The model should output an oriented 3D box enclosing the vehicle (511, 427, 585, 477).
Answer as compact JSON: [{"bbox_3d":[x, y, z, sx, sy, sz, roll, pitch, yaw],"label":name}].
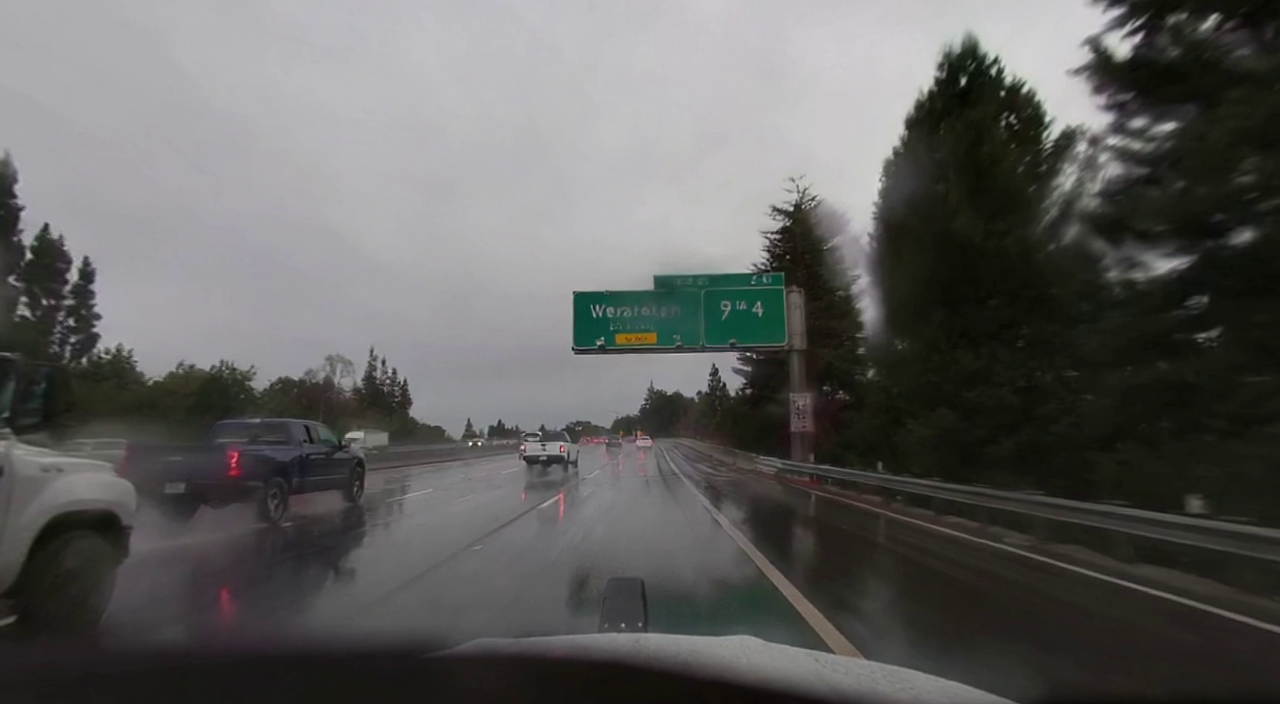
[{"bbox_3d":[-3.558,3.995,25.270,2.142,1.789,5.009,0,-8,1],"label":"vehicle"}]

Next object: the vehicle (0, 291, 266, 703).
[{"bbox_3d":[-3.767,0.631,2.093,2.079,1.929,4.748,0,-8,0],"label":"vehicle"}]
